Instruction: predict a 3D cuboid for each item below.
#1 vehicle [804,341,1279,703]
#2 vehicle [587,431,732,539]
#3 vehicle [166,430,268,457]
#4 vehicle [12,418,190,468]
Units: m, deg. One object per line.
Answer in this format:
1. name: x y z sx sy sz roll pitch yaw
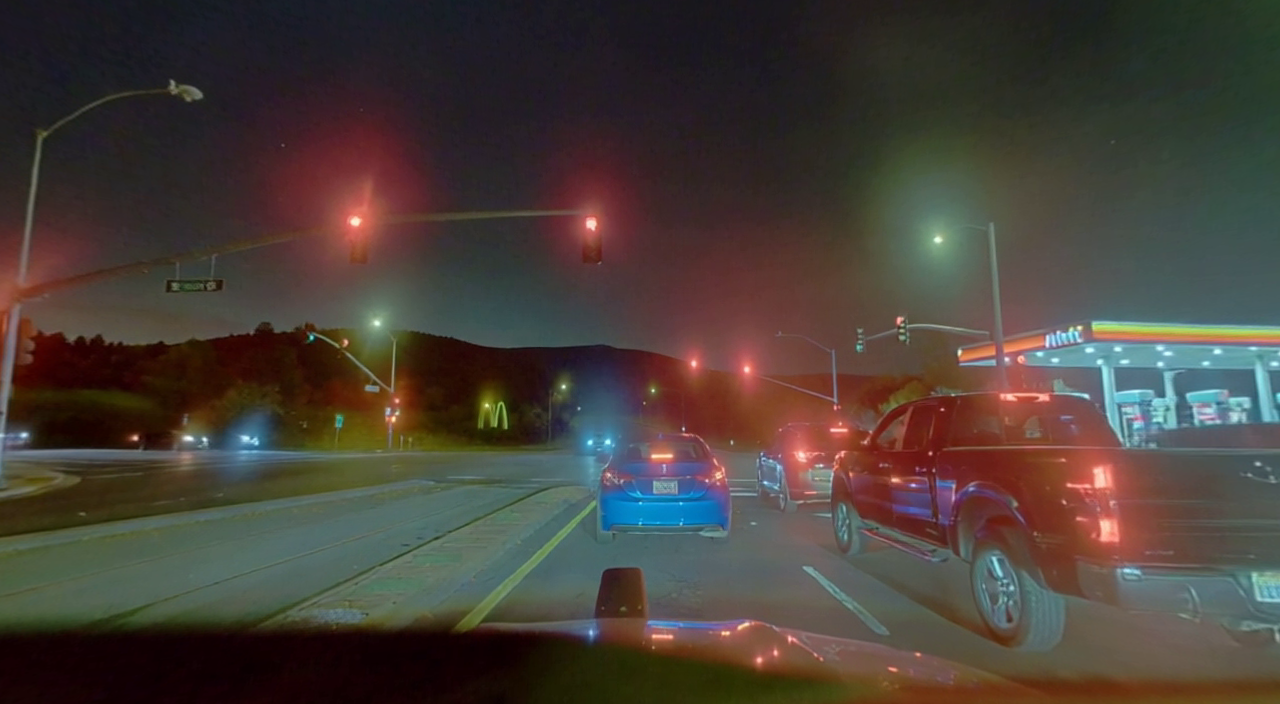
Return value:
1. vehicle: 3.542 1.319 6.104 2.277 1.871 6.143 0 -8 0
2. vehicle: 0.260 2.157 10.834 2.027 1.494 3.824 0 -8 0
3. vehicle: -23.098 5.032 34.503 4.326 1.420 1.798 -1 -8 4
4. vehicle: -19.713 3.358 23.222 4.742 1.720 2.107 -1 -8 5
